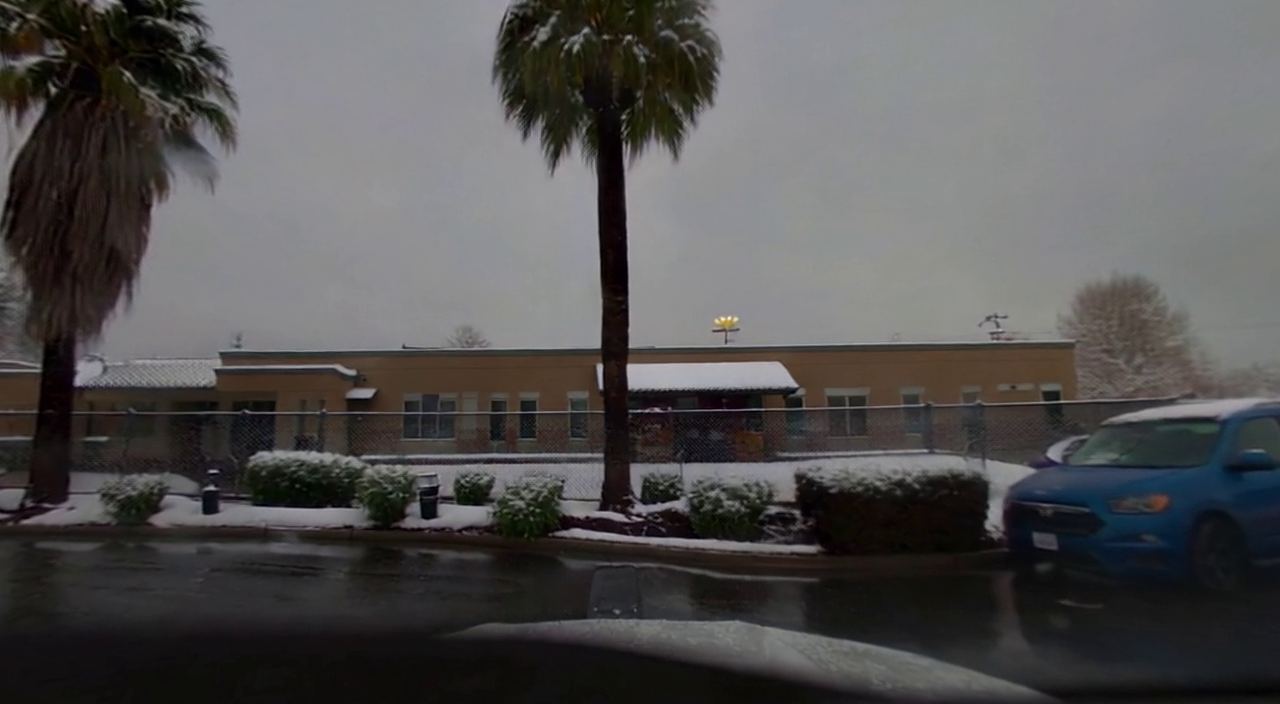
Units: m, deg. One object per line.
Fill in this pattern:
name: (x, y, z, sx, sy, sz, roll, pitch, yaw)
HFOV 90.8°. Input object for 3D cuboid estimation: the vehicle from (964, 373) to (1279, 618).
vehicle: (5.866, 1.248, 6.426, 4.365, 1.791, 2.073, 2, -7, -20)
